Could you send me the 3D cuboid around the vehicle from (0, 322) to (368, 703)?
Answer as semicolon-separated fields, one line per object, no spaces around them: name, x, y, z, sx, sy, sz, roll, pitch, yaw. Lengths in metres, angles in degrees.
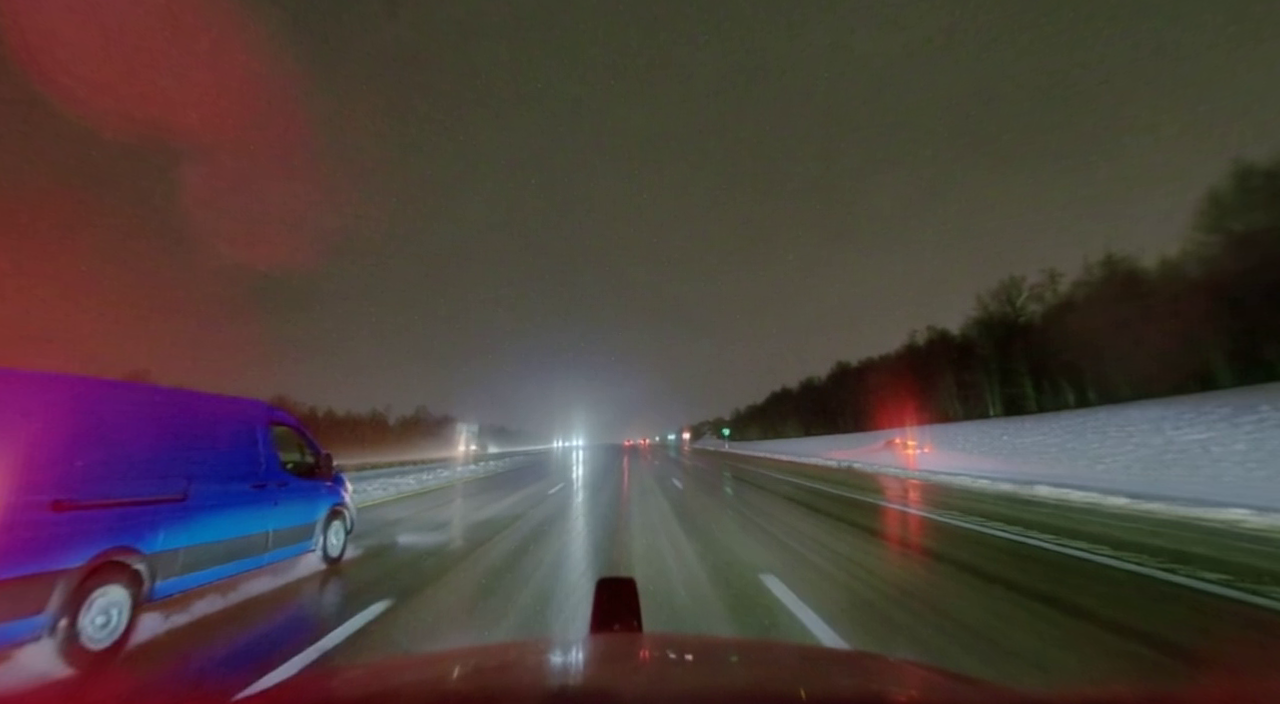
vehicle;-4.188;1.040;4.850;2.104;1.860;4.853;0;-8;-1
